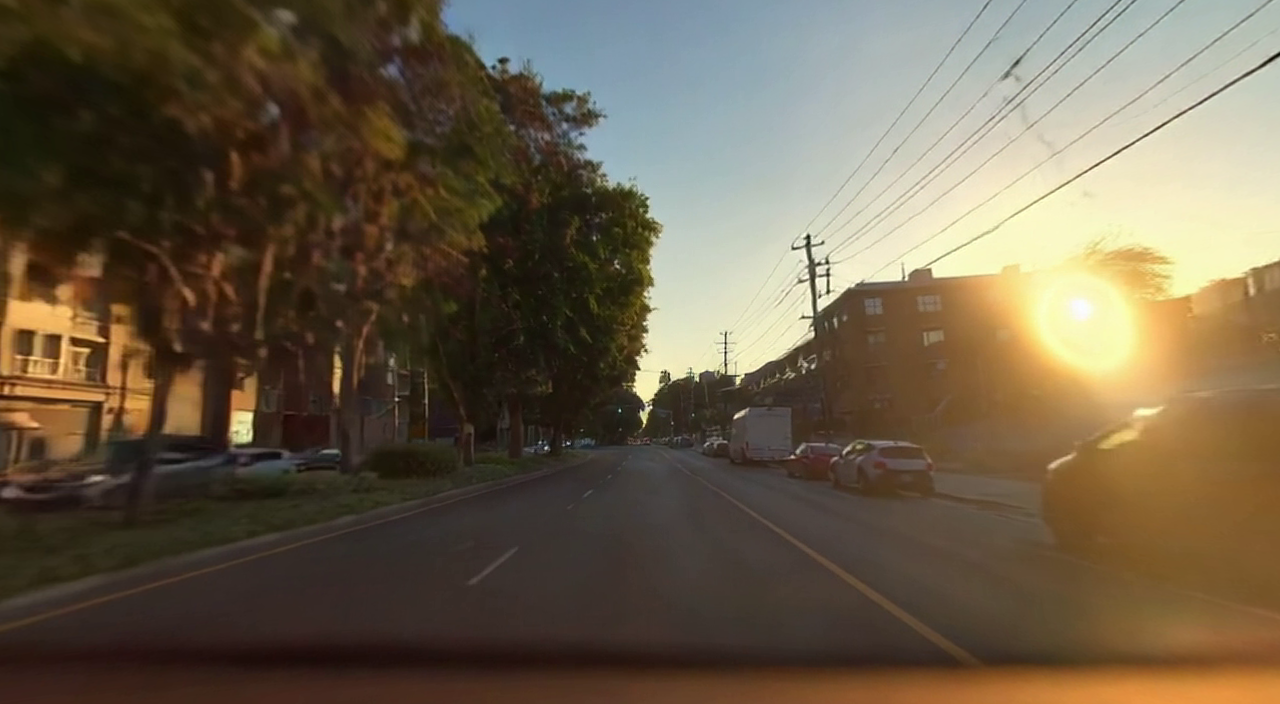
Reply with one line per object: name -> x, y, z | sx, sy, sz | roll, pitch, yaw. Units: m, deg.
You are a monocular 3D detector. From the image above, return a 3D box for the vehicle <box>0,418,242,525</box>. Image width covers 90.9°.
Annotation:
vehicle -> -12.042, 2.615, 14.370 | 2.418, 1.978, 5.196 | 0, -9, 1

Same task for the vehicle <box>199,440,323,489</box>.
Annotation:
vehicle -> -15.253, 4.495, 25.744 | 1.932, 1.784, 4.751 | -1, -8, 3

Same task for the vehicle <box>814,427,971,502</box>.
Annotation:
vehicle -> 7.022, 3.205, 18.395 | 2.258, 1.845, 5.381 | 0, -9, -1

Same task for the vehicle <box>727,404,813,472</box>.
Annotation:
vehicle -> 7.034, 4.972, 35.701 | 2.761, 3.342, 8.958 | 0, -9, -1

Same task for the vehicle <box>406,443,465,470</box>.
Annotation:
vehicle -> -11.769, 6.032, 36.573 | 1.853, 1.498, 4.465 | 0, -9, 0

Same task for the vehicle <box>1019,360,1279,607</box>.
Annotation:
vehicle -> 6.780, 1.221, 6.032 | 2.563, 2.090, 6.077 | 0, -9, 1
